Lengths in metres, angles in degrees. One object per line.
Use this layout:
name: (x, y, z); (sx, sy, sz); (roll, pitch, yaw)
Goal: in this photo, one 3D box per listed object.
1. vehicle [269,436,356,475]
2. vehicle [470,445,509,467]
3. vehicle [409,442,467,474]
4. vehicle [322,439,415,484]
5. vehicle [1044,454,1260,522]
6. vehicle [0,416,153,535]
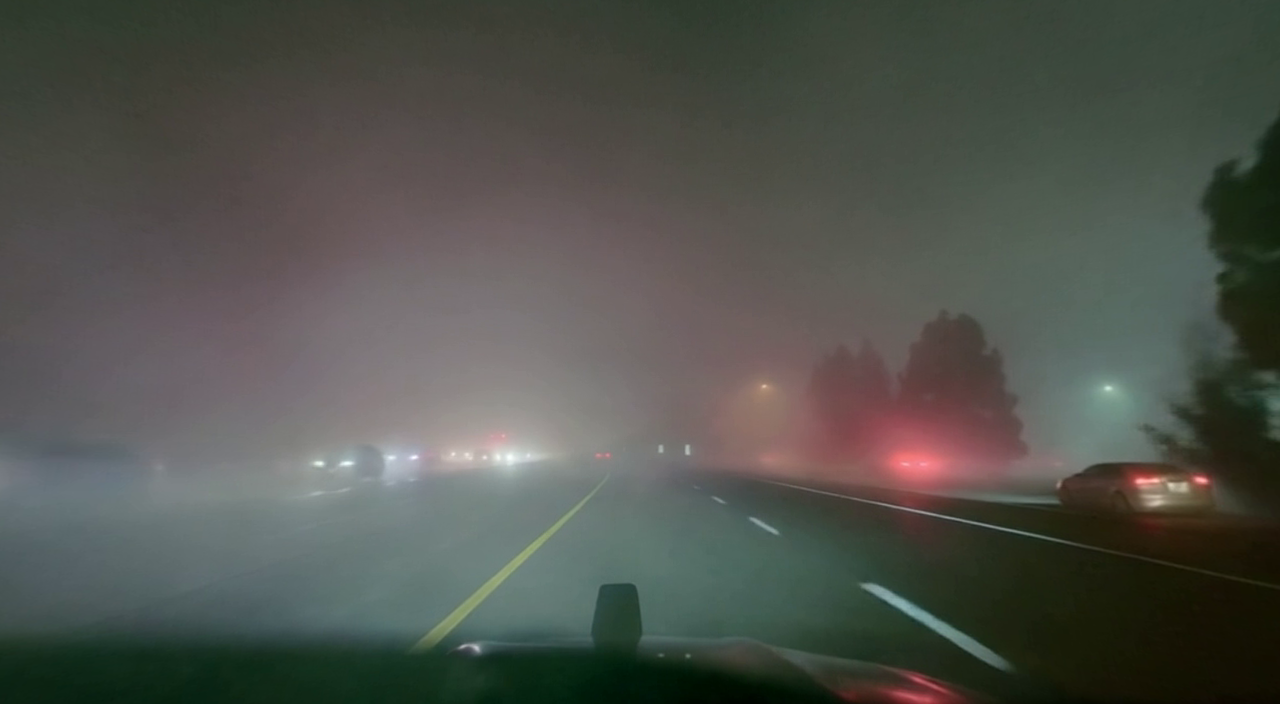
vehicle: (-15.558, 4.956, 30.091); (2.023, 1.697, 4.402); (1, -9, -4)
vehicle: (-11.268, 7.813, 47.226); (1.946, 1.519, 4.791); (0, -9, -3)
vehicle: (-10.167, 5.363, 31.832); (1.832, 1.507, 3.859); (0, -9, -3)
vehicle: (-9.719, 3.936, 22.801); (1.797, 1.477, 3.854); (0, -9, -3)
vehicle: (13.585, 3.598, 17.125); (1.941, 1.536, 4.585); (0, -9, -2)
vehicle: (-8.990, 1.615, 8.267); (1.839, 1.474, 4.225); (0, -9, -3)
